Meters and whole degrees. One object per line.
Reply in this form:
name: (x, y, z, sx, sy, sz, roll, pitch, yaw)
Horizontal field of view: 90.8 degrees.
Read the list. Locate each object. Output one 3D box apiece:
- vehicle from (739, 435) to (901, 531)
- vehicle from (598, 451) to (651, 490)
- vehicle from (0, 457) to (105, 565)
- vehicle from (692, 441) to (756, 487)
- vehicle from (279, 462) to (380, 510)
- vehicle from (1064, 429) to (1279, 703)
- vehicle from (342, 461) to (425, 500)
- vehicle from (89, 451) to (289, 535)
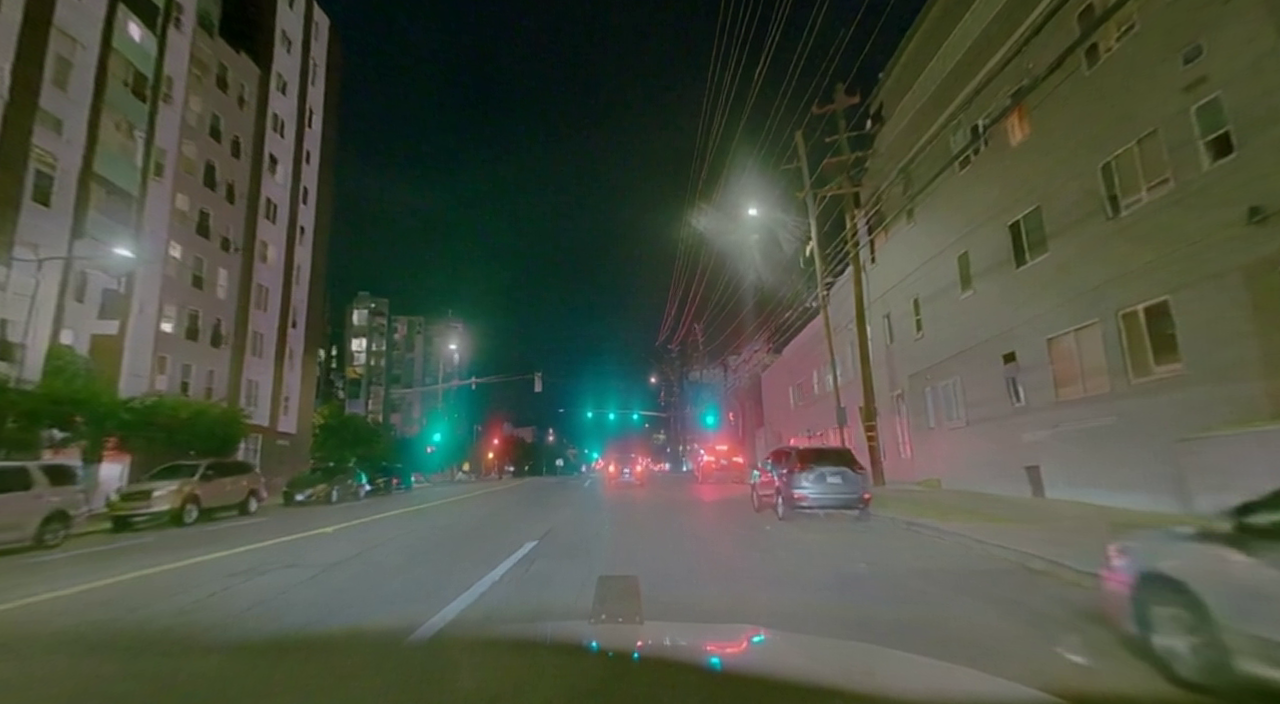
vehicle: (3.734, 2.816, 14.168, 2.186, 1.764, 4.470, 0, -9, -2)
vehicle: (-0.570, 4.836, 26.144, 2.019, 1.453, 4.129, 0, -9, 0)
vehicle: (-11.856, 2.657, 10.389, 2.039, 1.781, 4.536, 0, -9, 1)
vehicle: (3.791, 5.192, 29.575, 2.248, 1.945, 5.011, 0, -9, -1)
vehicle: (-11.958, 5.138, 24.649, 2.004, 1.526, 3.807, -3, -9, 0)
vehicle: (4.056, 1.002, 2.280, 1.956, 1.489, 4.441, 0, -9, 0)
vehicle: (-11.914, 5.948, 29.698, 1.910, 1.498, 4.662, -3, -9, 1)
vehicle: (-11.857, 3.659, 17.163, 1.997, 1.918, 4.736, 0, -9, -1)
